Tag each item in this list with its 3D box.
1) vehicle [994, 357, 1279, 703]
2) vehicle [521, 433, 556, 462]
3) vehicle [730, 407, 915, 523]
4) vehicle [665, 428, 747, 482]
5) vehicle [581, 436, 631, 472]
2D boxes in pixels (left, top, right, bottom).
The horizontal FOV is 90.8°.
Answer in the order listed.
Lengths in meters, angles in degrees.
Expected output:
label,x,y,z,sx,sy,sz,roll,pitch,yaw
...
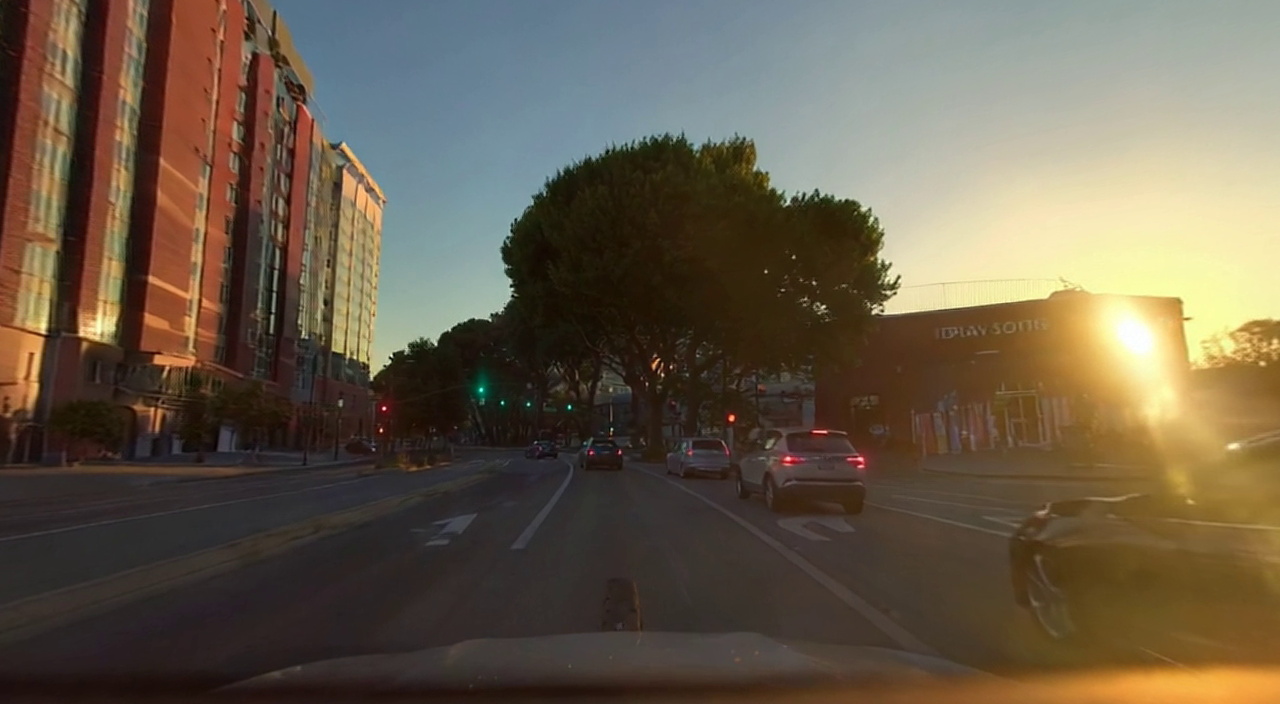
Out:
label,x,y,z,sx,sy,sz,roll,pitch,yaw
vehicle,3.254,0.780,1.922,1.966,1.596,3.980,0,-8,-1
vehicle,-7.725,7.204,48.170,2.462,2.079,5.117,1,-8,-10
vehicle,3.124,2.074,11.973,2.046,1.768,4.370,0,-9,-2
vehicle,2.282,3.732,23.270,2.216,1.750,4.520,0,-8,-4
vehicle,-1.641,4.660,29.017,2.068,1.512,3.987,1,-9,-6
